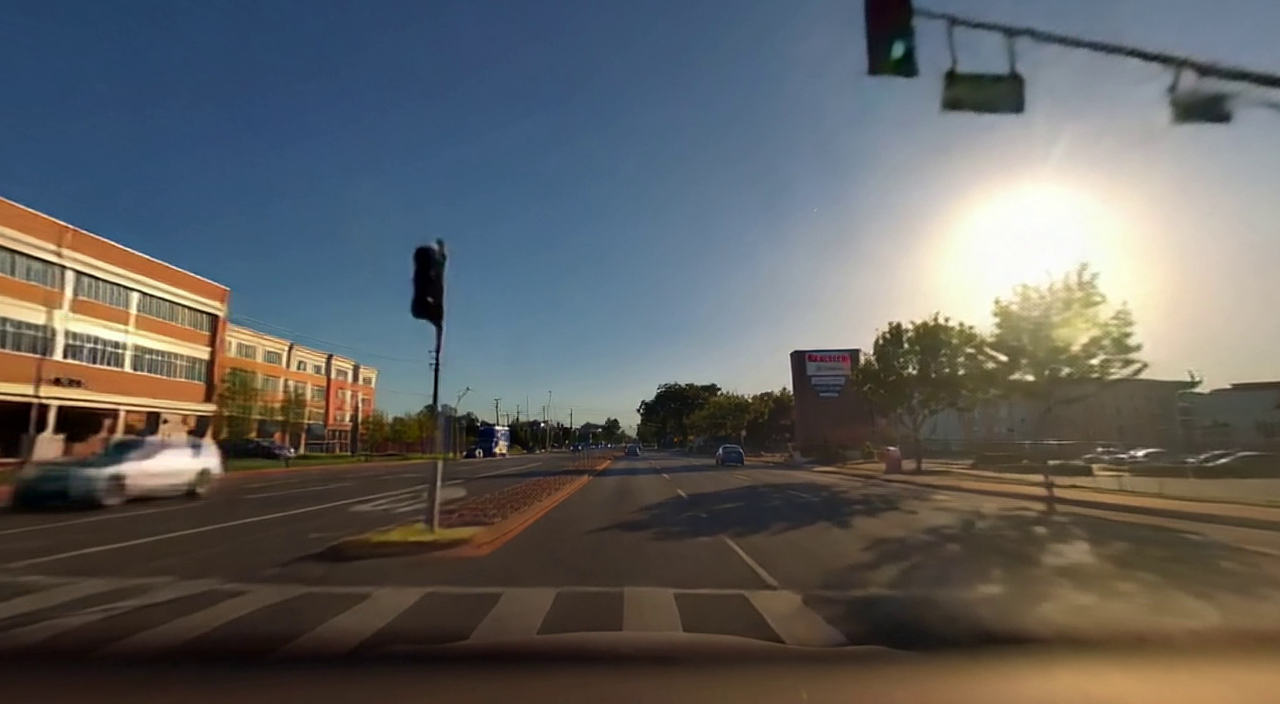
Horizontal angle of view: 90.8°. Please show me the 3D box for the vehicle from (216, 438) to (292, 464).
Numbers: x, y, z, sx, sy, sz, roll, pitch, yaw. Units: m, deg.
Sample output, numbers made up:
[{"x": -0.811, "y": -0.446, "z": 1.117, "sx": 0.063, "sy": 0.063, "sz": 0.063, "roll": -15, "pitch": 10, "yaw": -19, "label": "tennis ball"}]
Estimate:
[{"x": -29.851, "y": 7.706, "z": 49.135, "sx": 2.207, "sy": 1.863, "sz": 5.860, "roll": 0, "pitch": -9, "yaw": 0, "label": "vehicle"}]

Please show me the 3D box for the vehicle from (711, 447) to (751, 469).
[{"x": 6.180, "y": 7.265, "z": 43.504, "sx": 1.916, "sy": 1.437, "sz": 4.327, "roll": 1, "pitch": -9, "yaw": -2, "label": "vehicle"}]

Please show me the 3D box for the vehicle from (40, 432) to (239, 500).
[{"x": -14.956, "y": 3.424, "z": 19.395, "sx": 2.036, "sy": 1.787, "sz": 4.985, "roll": 0, "pitch": -9, "yaw": -1, "label": "vehicle"}]
